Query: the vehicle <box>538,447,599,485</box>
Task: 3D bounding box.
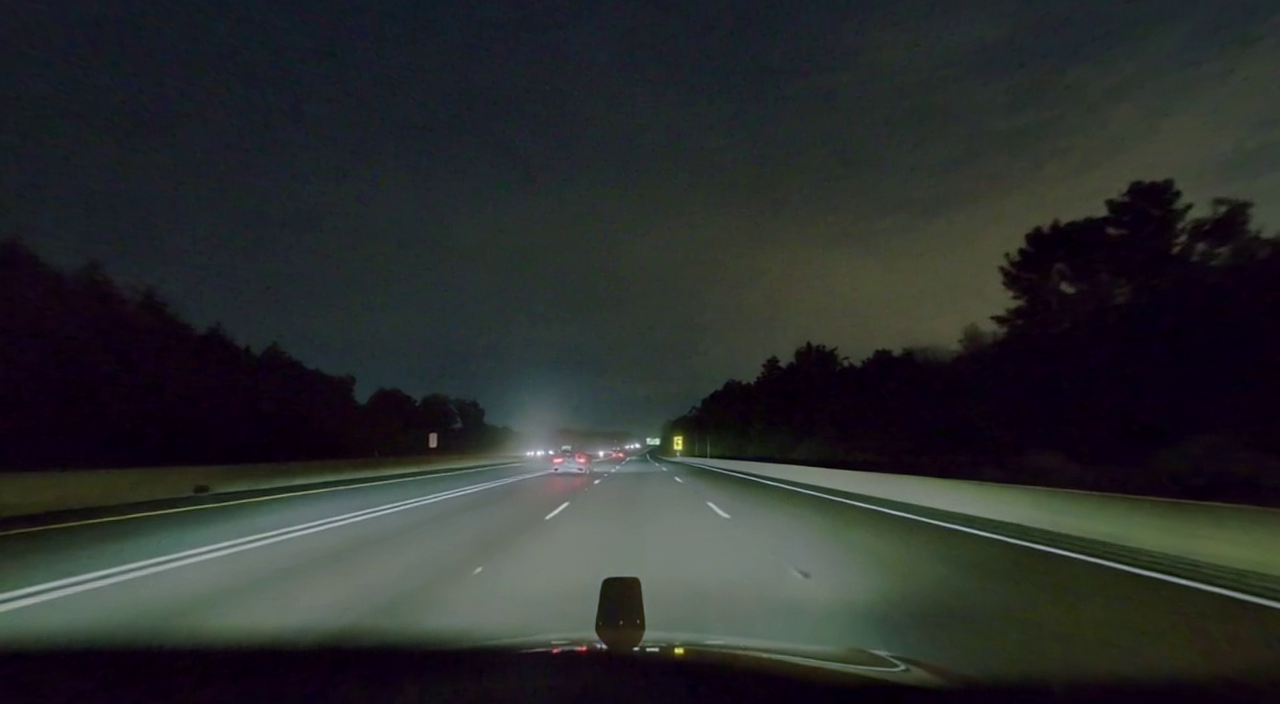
[{"bbox_3d":[-3.168,5.166,28.995,2.184,1.574,5.004,0,-9,0],"label":"vehicle"}]
